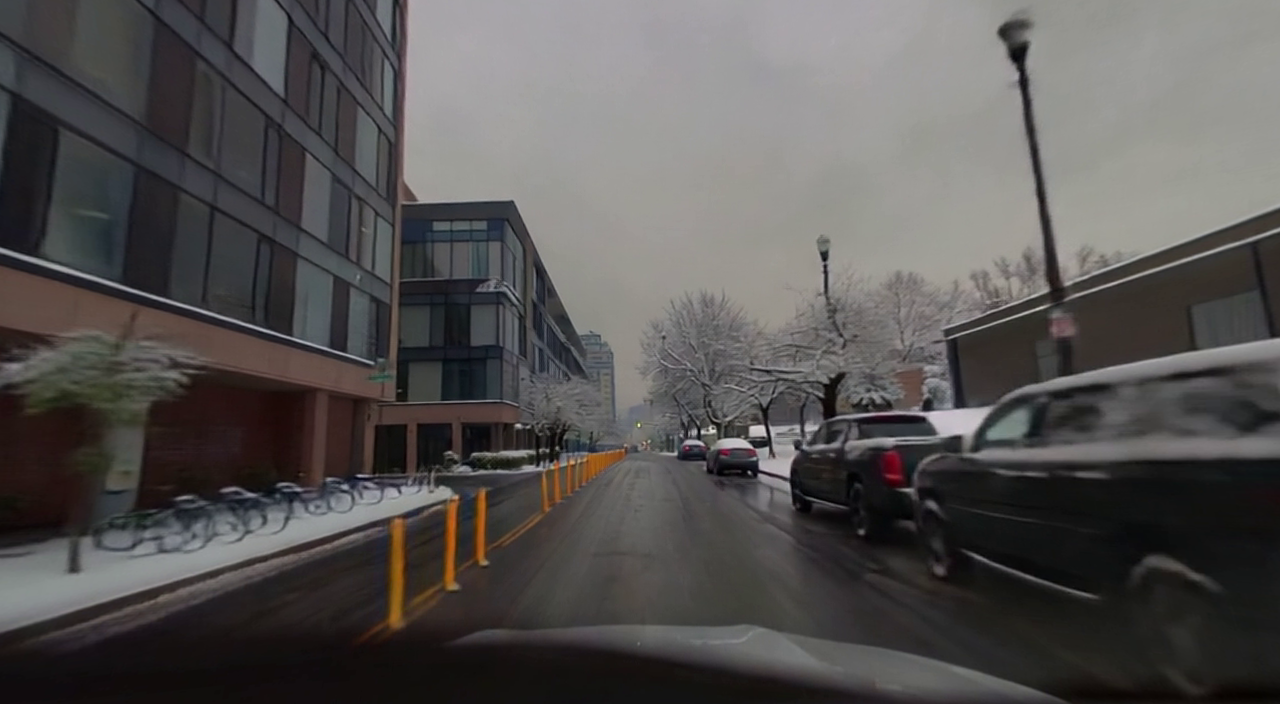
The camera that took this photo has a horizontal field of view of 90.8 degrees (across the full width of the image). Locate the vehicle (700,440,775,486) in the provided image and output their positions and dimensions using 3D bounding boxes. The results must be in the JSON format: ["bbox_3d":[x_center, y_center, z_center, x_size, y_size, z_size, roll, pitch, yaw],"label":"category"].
[{"bbox_3d":[3.405,3.972,23.057,1.963,1.445,4.948,-1,-8,1],"label":"vehicle"}]

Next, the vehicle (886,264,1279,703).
[{"bbox_3d":[3.512,0.814,3.778,2.127,1.864,4.892,-1,-9,1],"label":"vehicle"}]
